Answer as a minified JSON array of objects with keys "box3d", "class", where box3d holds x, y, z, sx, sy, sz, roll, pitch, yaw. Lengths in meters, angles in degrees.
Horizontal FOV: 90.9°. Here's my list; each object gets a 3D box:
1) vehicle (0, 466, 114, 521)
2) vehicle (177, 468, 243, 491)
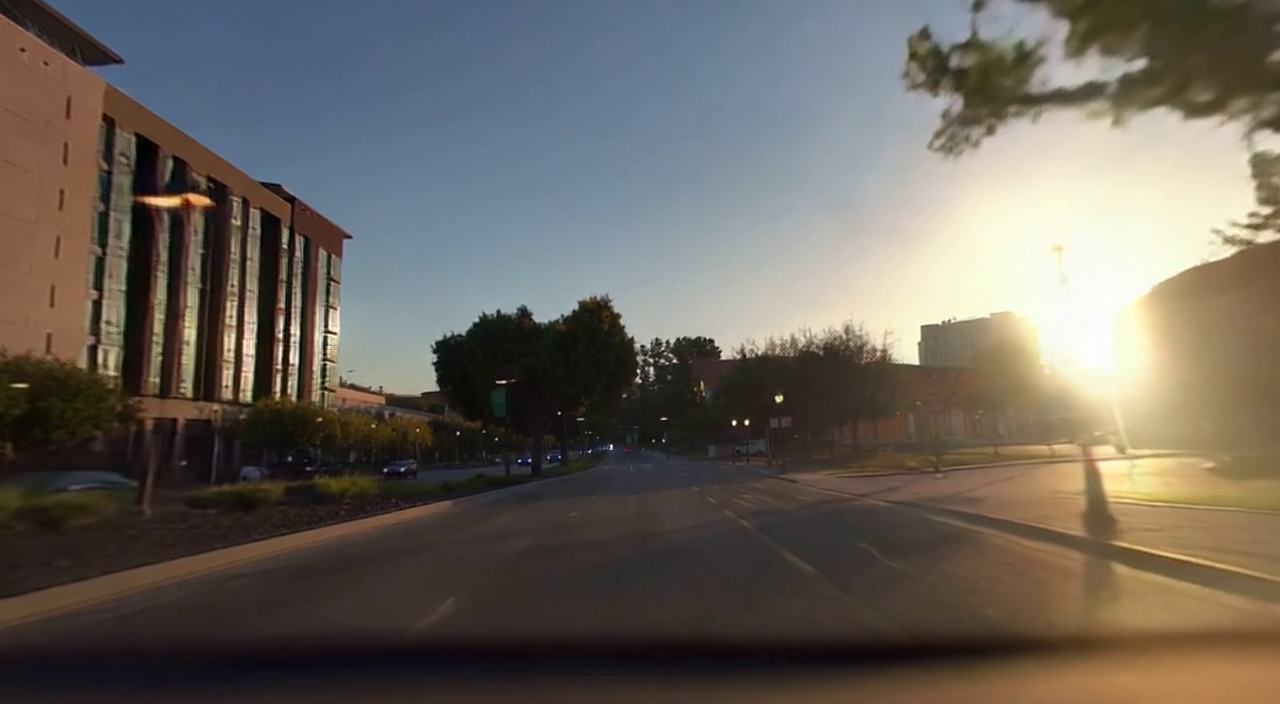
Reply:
[{"box3d":[-18.835,4.257,19.132,1.835,1.417,4.352,0,-8,2],"class":"vehicle"},{"box3d":[-31.671,9.371,46.573,1.799,1.473,4.490,0,-8,-2],"class":"vehicle"}]
